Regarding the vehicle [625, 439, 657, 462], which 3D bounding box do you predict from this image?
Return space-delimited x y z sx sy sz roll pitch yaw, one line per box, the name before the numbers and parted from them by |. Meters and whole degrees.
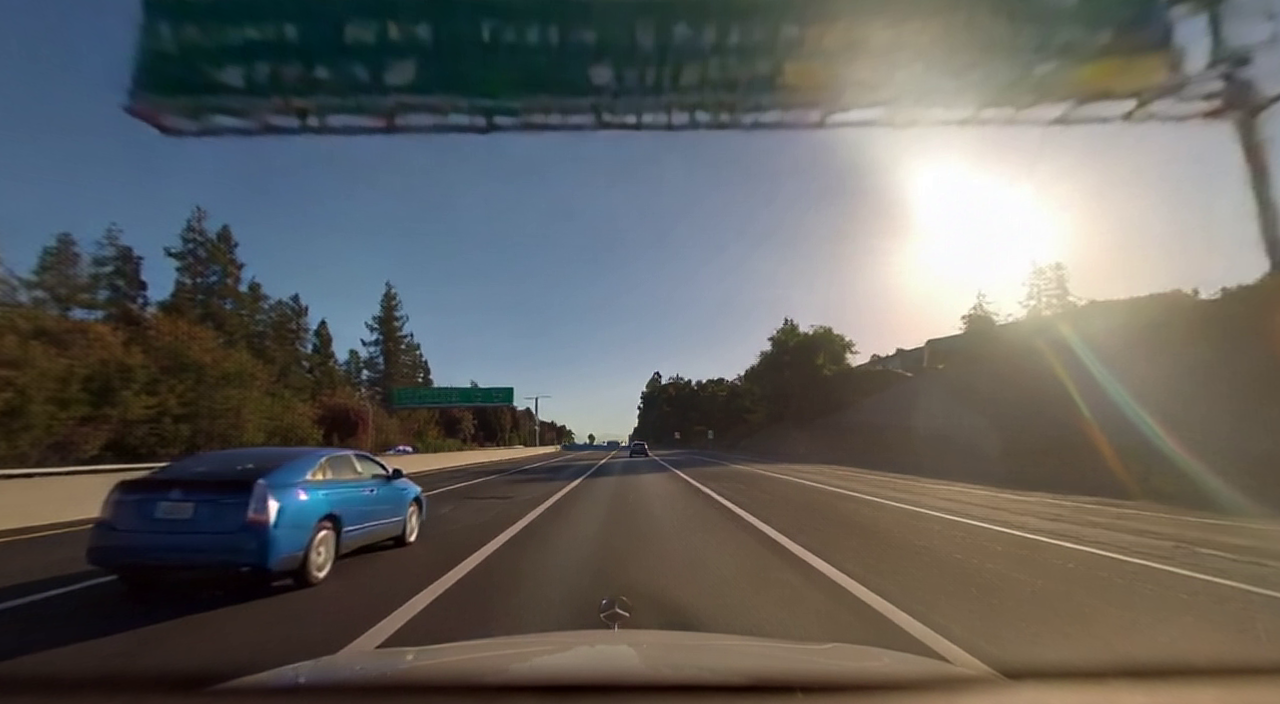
vehicle | -0.011 6.637 42.489 2.028 1.440 3.690 0 -8 -2
